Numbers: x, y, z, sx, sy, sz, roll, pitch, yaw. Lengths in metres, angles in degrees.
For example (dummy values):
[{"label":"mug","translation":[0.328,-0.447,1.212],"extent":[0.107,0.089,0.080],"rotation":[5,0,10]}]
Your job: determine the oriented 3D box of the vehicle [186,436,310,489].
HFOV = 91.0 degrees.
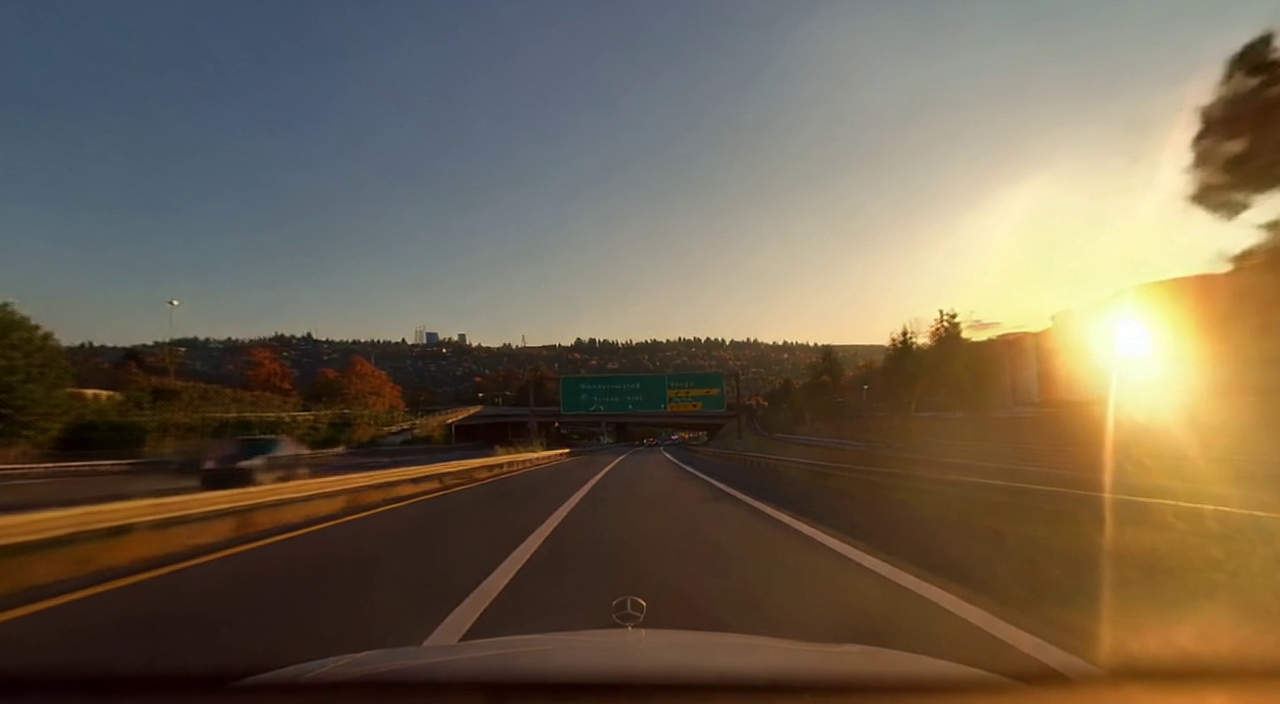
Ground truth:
[{"label":"vehicle","translation":[-13.871,3.904,22.558],"extent":[1.855,1.710,4.028],"rotation":[0,-8,-1]}]
